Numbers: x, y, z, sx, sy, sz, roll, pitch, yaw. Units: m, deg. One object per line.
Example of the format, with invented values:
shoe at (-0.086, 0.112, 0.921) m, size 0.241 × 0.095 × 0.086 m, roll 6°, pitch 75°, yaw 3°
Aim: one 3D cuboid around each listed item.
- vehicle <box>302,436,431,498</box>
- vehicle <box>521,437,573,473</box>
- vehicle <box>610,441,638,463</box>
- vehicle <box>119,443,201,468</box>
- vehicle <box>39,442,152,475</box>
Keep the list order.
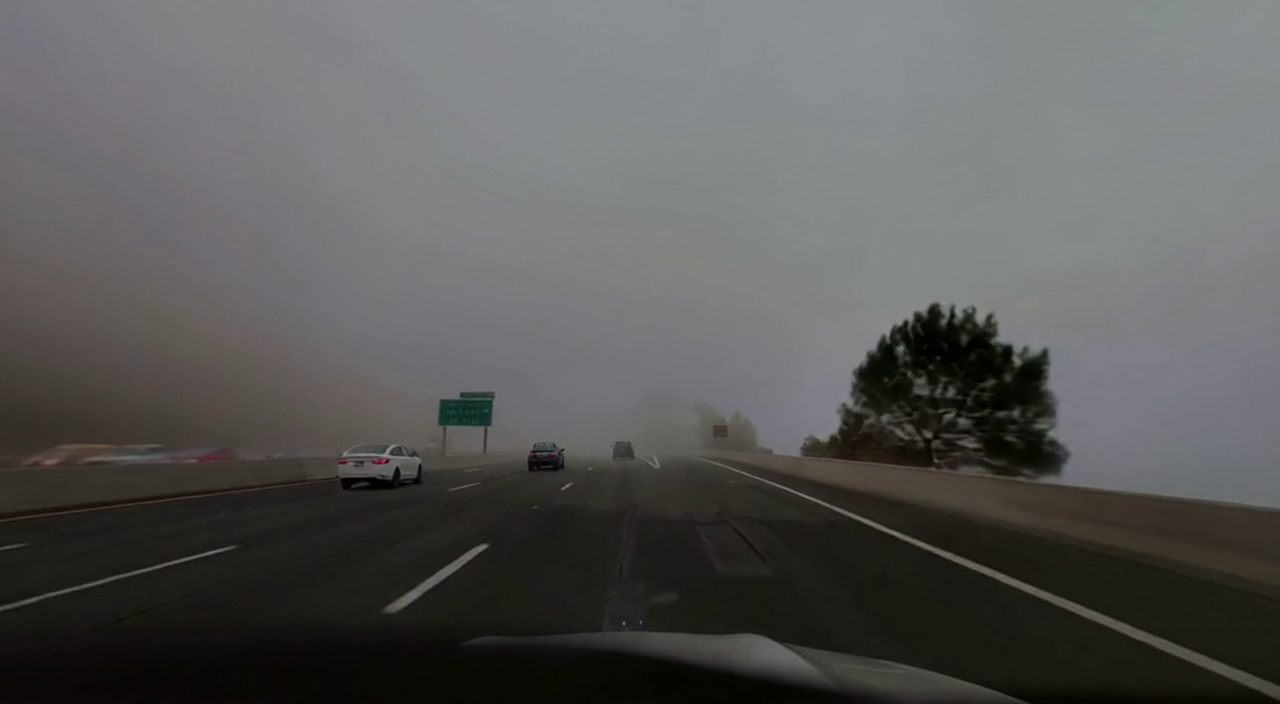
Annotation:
vehicle at (-7.974, 3.378, 18.882) m, size 2.086 × 1.628 × 4.039 m, roll 0°, pitch -8°, yaw -1°
vehicle at (-4.481, 5.043, 31.081) m, size 1.991 × 1.610 × 4.606 m, roll 0°, pitch -8°, yaw -1°
vehicle at (-1.110, 6.982, 44.336) m, size 1.881 × 1.460 × 3.694 m, roll 0°, pitch -8°, yaw -2°
vehicle at (-32.064, 6.906, 42.348) m, size 1.871 × 1.567 × 4.752 m, roll 0°, pitch -8°, yaw -2°
vehicle at (-28.246, 5.502, 32.955) m, size 1.849 × 1.575 × 4.587 m, roll 0°, pitch -8°, yaw -1°
